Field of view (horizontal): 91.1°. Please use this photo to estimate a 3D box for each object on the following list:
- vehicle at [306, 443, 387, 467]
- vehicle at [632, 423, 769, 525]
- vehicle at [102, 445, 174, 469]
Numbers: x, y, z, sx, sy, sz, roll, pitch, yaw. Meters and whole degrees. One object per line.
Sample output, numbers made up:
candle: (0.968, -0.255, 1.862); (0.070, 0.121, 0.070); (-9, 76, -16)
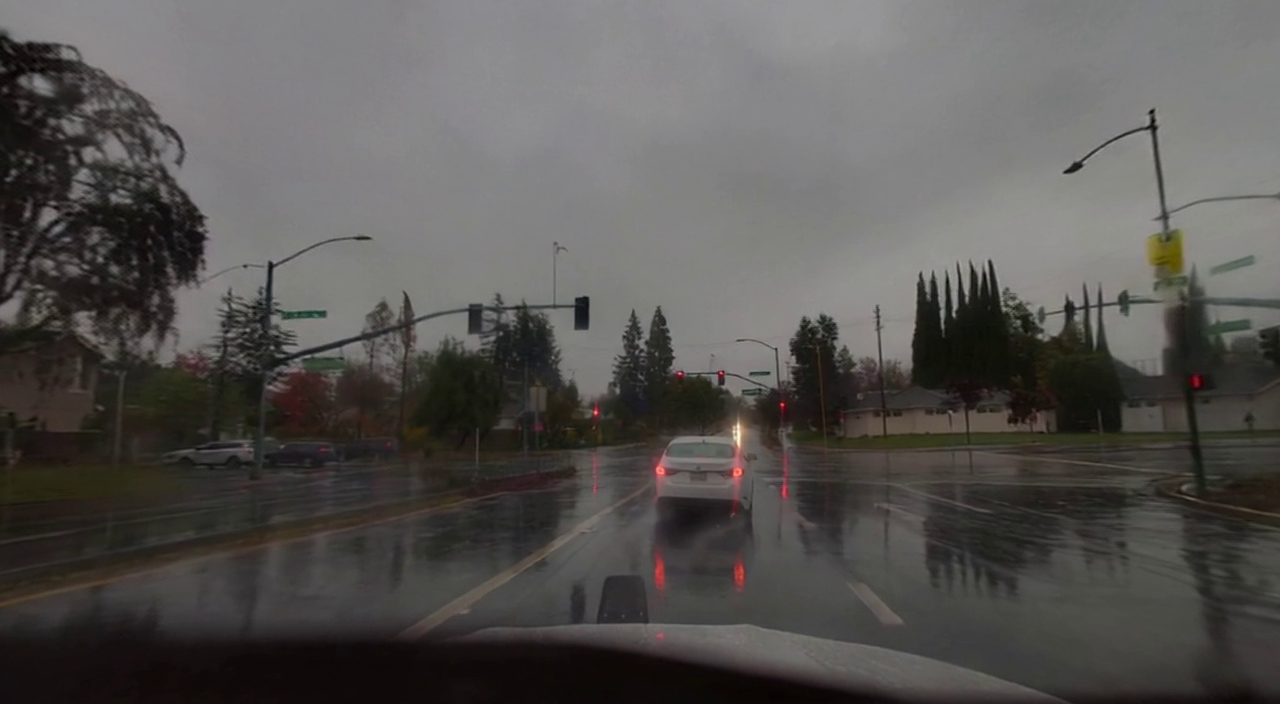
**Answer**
vehicle: (-18.933, 6.614, 40.531); (4.735, 1.472, 1.932); (-3, -9, 21)
vehicle: (1.251, 2.261, 12.291); (2.139, 1.564, 4.901); (-1, -8, 8)
vehicle: (-37.414, 7.811, 46.779); (4.612, 1.673, 1.972); (-3, -9, 20)
